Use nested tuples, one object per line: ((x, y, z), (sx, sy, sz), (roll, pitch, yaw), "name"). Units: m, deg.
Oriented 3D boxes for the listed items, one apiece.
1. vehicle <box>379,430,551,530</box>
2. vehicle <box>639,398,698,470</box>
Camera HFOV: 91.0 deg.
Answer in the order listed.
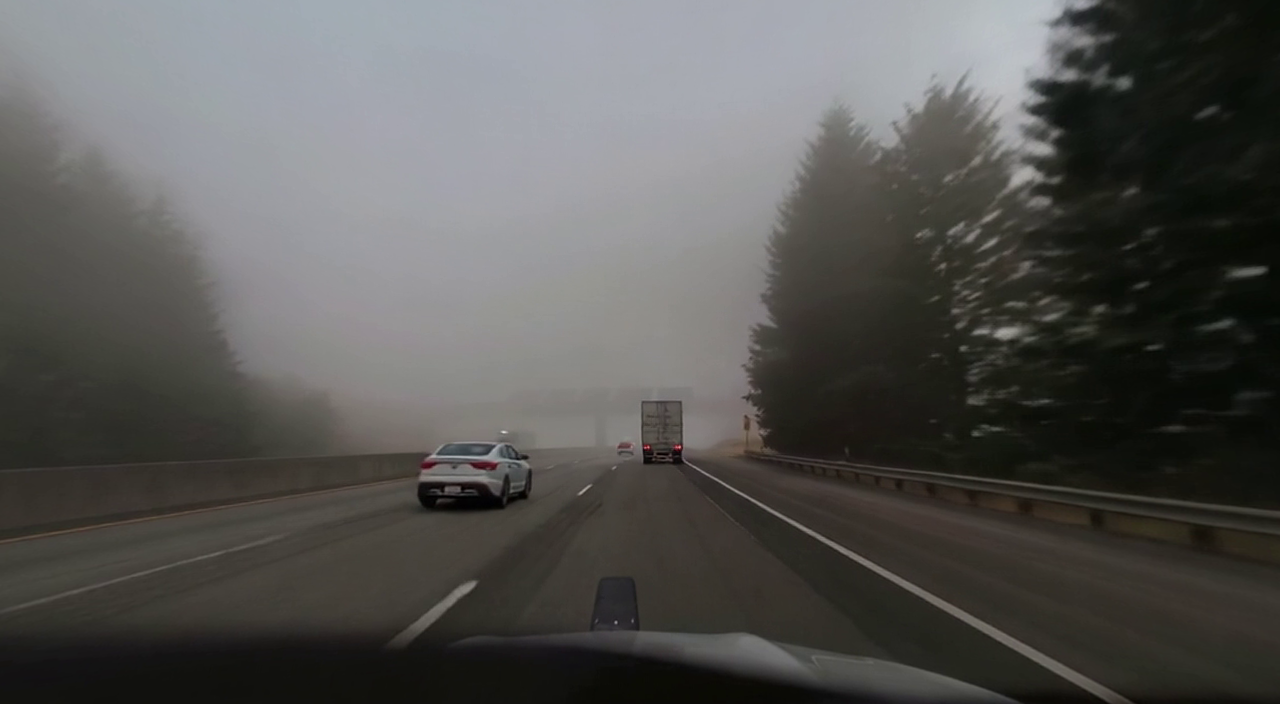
((-3.117, 2.358, 12.262), (2.066, 1.581, 4.268), (0, -8, 1), "vehicle")
((1.541, 4.895, 37.152), (2.967, 3.633, 10.015), (-1, -8, 1), "vehicle")
